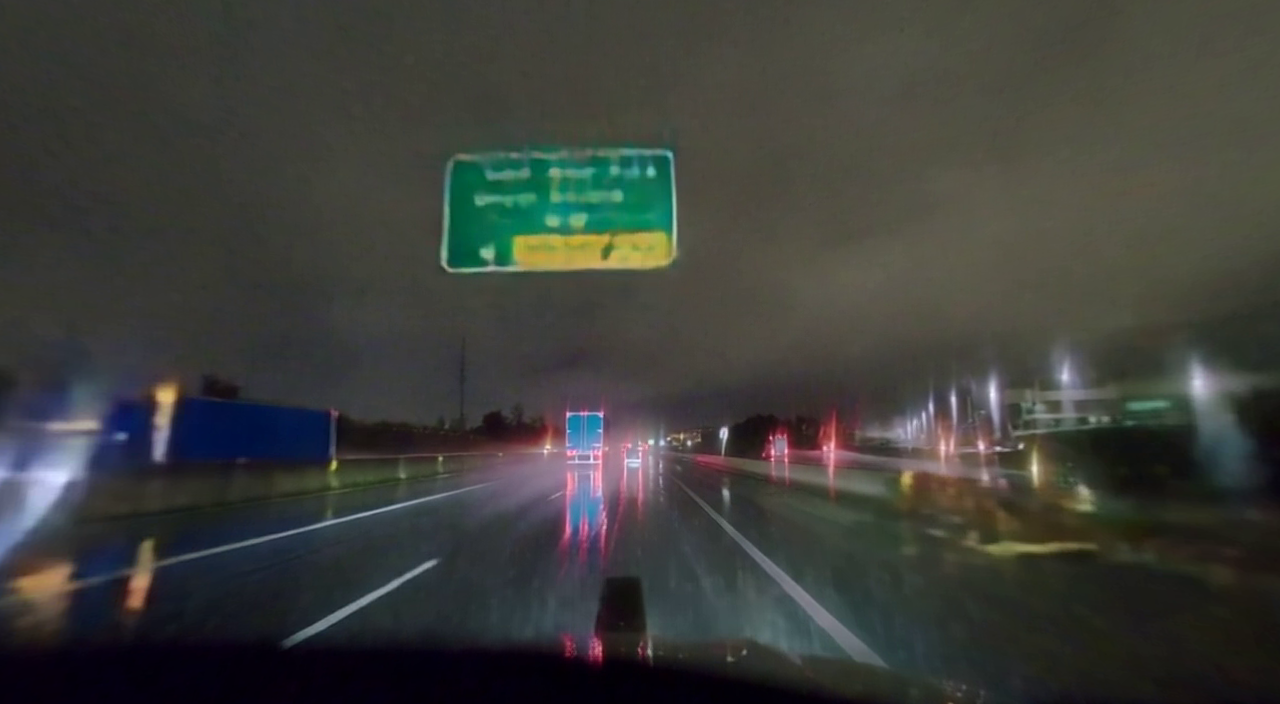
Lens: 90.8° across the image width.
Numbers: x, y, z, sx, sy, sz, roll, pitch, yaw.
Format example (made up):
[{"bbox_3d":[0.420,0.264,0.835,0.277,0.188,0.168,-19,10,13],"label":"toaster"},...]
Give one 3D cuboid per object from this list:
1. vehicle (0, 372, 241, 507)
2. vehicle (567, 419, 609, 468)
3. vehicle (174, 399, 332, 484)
[{"bbox_3d":[-19.830,3.337,23.648,3.025,3.917,10.227,0,-9,0],"label":"vehicle"},{"bbox_3d":[-3.987,7.192,49.453,2.707,3.461,7.191,0,-9,0],"label":"vehicle"},{"bbox_3d":[-19.835,4.743,33.220,2.881,3.884,8.294,0,-9,0],"label":"vehicle"}]
